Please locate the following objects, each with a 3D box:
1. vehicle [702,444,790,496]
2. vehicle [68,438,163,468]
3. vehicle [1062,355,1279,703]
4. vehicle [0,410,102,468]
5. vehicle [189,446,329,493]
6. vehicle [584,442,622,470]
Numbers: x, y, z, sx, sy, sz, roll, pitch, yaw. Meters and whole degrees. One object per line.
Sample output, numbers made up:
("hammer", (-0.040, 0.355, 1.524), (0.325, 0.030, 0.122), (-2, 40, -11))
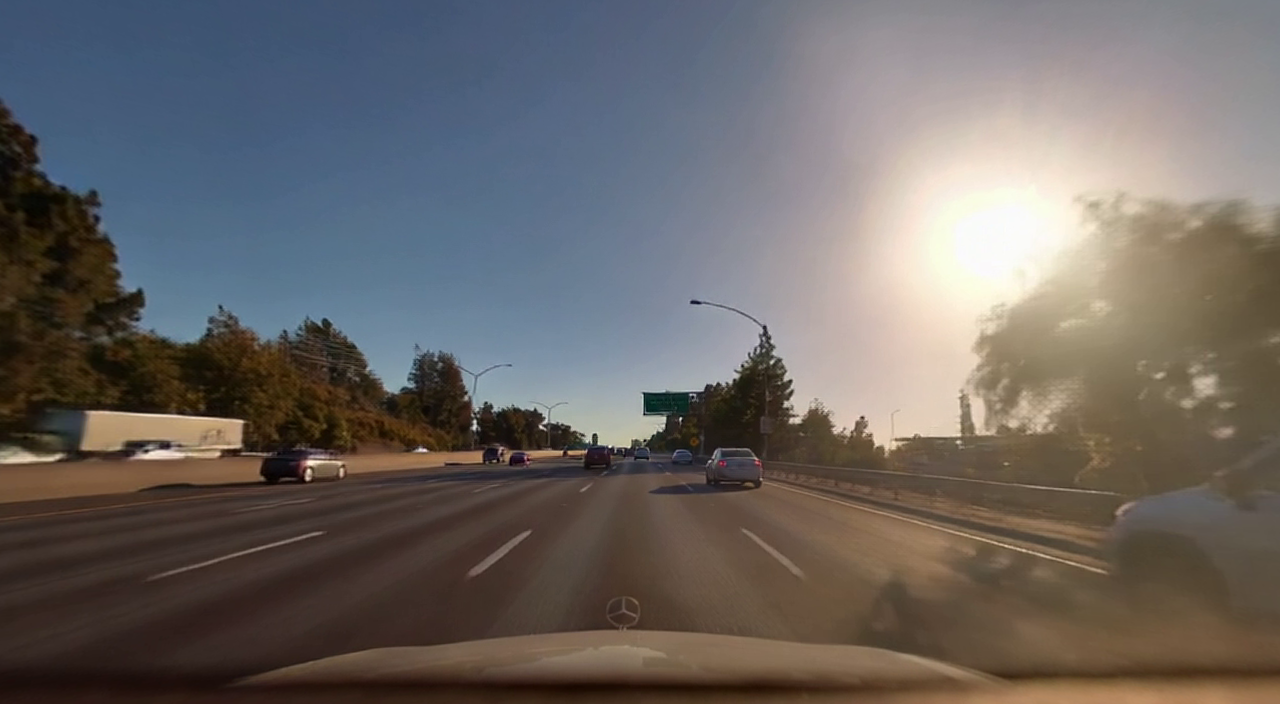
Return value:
("vehicle", (3.378, 3.865, 21.002), (2.126, 1.529, 4.438), (0, -9, -1))
("vehicle", (-28.102, 5.408, 33.918), (1.713, 1.511, 3.883), (0, -8, 0))
("vehicle", (4.372, 0.785, 2.388), (2.218, 1.776, 4.807), (0, -9, 1))
("vehicle", (-39.352, 5.614, 40.912), (2.918, 3.456, 6.334), (1, -8, 0))
("vehicle", (-13.796, 4.244, 23.260), (1.959, 1.520, 5.068), (0, -9, 0))
("vehicle", (-2.701, 7.751, 47.210), (2.449, 1.929, 5.503), (0, -9, 0))
